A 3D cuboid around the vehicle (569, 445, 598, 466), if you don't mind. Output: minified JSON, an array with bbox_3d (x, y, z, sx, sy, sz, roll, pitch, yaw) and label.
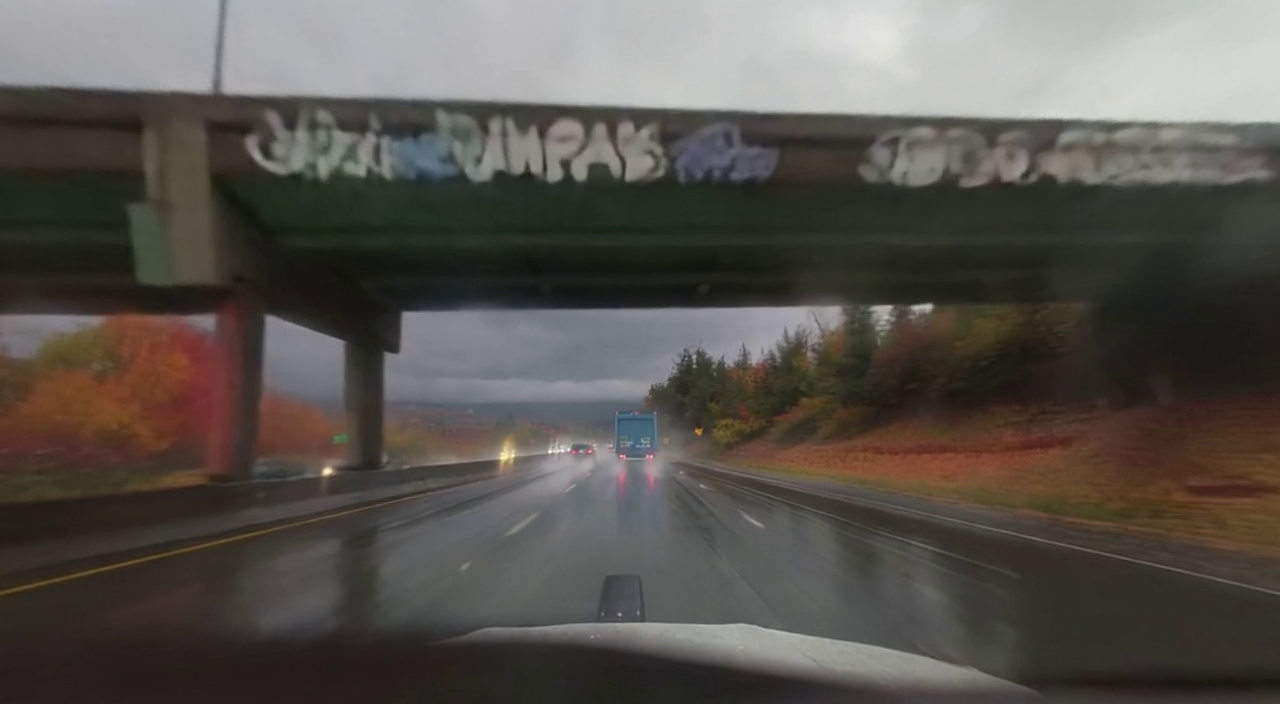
[{"bbox_3d":[-4.275,7.938,48.093,1.892,1.529,3.996,0,-9,-1],"label":"vehicle"}]
